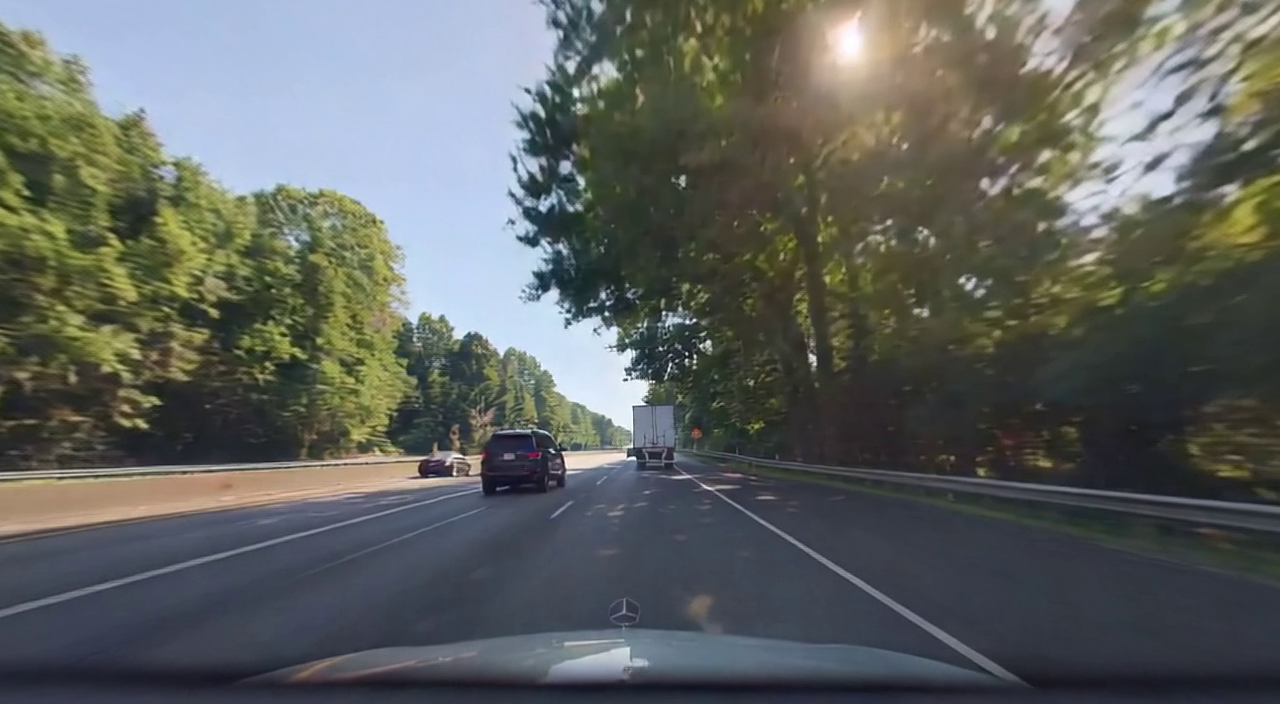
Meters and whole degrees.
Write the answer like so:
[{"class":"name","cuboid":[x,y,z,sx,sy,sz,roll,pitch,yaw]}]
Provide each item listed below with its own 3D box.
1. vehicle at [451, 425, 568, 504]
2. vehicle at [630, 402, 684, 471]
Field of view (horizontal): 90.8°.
[{"class":"vehicle","cuboid":[-3.522,3.189,18.231,2.226,1.933,5.179,0,-9,1]},{"class":"vehicle","cuboid":[1.007,5.627,40.874,2.976,3.800,12.335,0,-9,1]}]
